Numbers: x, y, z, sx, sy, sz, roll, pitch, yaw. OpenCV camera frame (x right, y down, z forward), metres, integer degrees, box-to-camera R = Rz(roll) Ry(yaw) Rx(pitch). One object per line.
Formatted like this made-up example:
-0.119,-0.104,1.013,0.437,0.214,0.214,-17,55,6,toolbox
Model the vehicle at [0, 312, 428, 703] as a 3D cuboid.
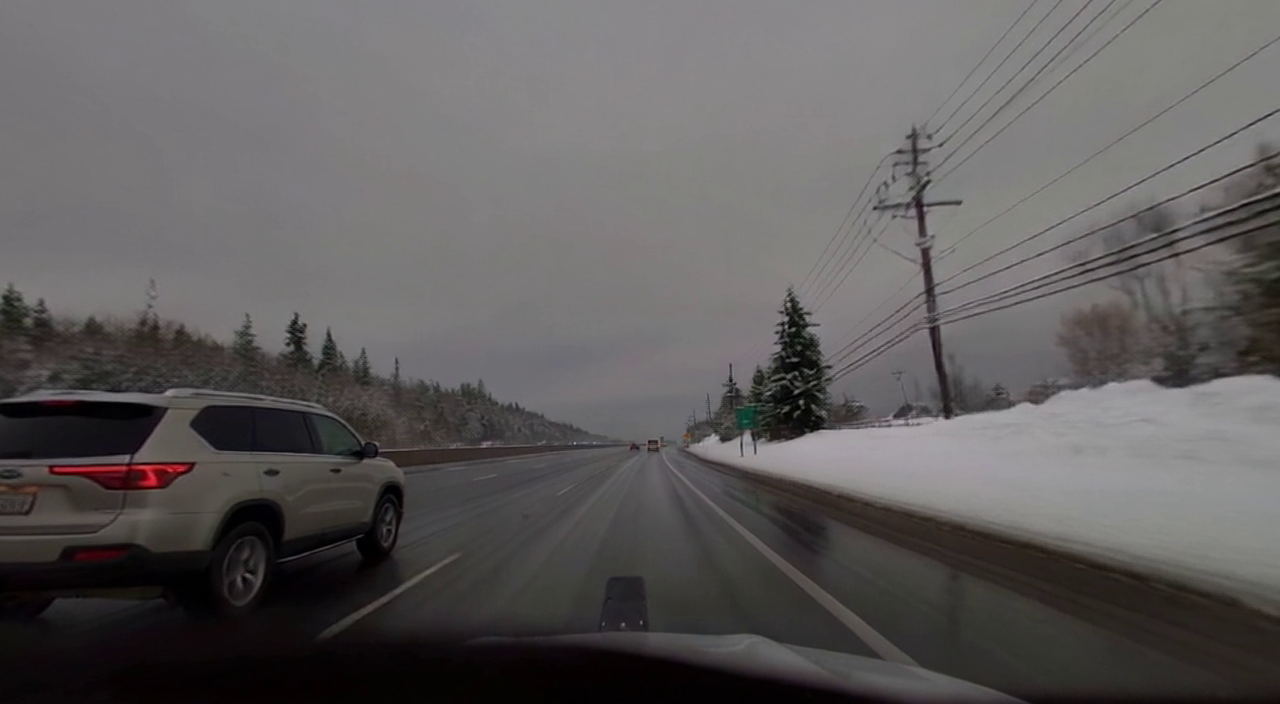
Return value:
-3.832,1.151,5.455,2.136,1.975,5.037,0,-8,1,vehicle
